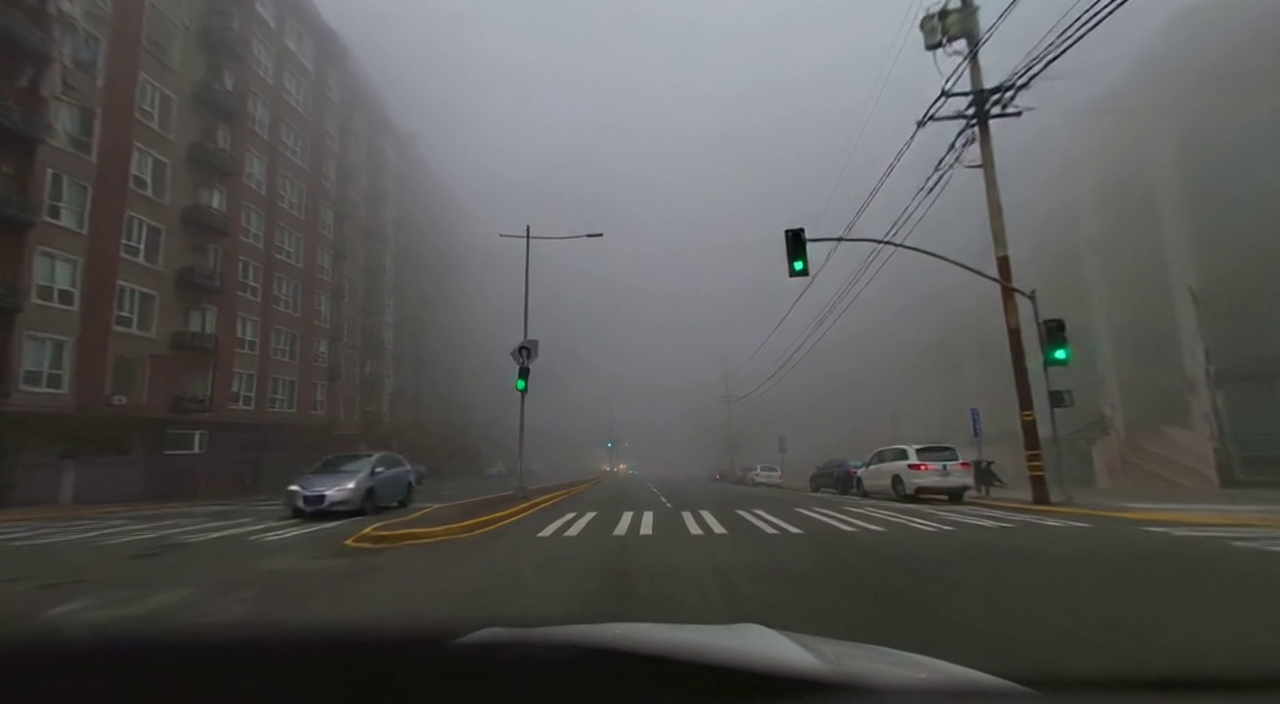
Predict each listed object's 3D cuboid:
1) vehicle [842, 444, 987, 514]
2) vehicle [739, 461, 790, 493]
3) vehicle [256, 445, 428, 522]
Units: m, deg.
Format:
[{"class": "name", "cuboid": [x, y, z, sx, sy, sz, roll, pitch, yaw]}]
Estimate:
[{"class": "vehicle", "cuboid": [7.506, 3.482, 17.881, 1.996, 1.704, 4.490, 0, -9, -1]}, {"class": "vehicle", "cuboid": [7.443, 7.515, 38.281, 2.143, 1.731, 4.781, 0, -9, 0]}, {"class": "vehicle", "cuboid": [-7.093, 3.150, 15.683, 2.180, 1.608, 4.321, 0, -9, -1]}]
